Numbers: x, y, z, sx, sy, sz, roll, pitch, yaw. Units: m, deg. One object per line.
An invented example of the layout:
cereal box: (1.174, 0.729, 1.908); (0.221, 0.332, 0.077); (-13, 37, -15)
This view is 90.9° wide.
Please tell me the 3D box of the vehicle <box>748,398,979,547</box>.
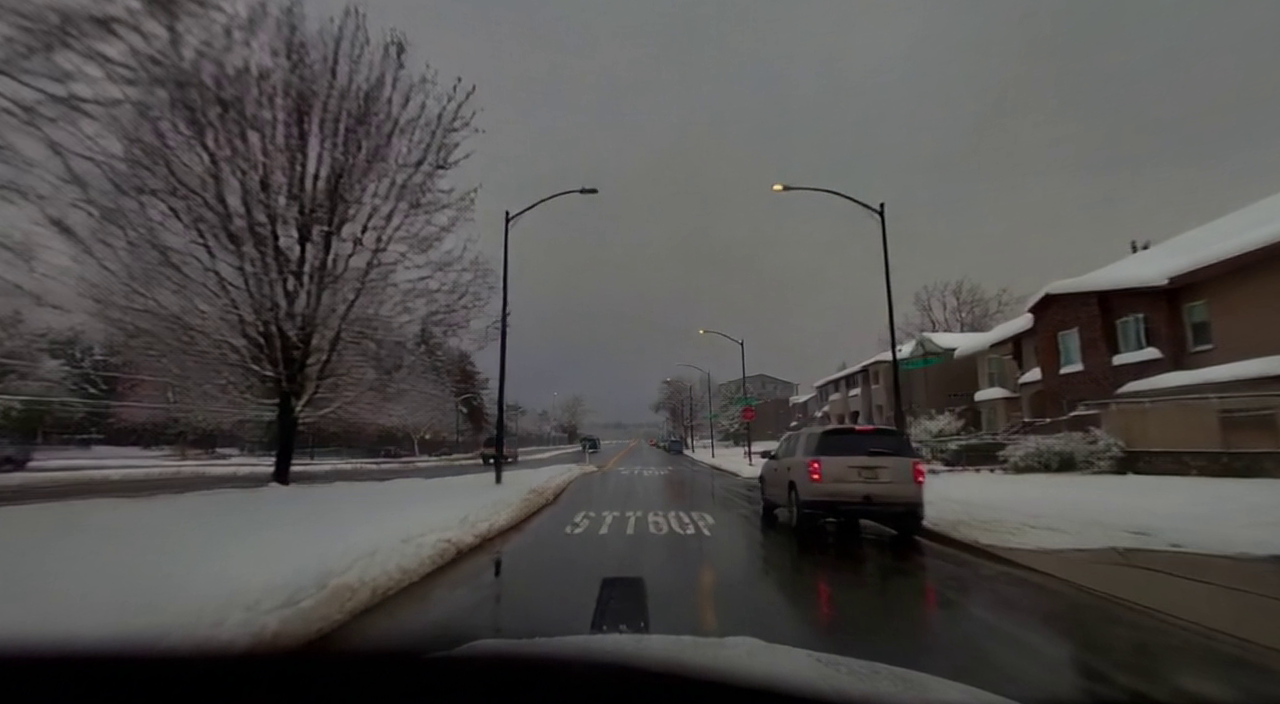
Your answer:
vehicle: (3.165, 1.833, 10.119); (2.067, 1.846, 4.384); (0, -9, 0)

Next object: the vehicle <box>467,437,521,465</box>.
vehicle: (-8.647, 5.904, 37.648); (2.024, 1.532, 3.863); (-1, -9, 4)
